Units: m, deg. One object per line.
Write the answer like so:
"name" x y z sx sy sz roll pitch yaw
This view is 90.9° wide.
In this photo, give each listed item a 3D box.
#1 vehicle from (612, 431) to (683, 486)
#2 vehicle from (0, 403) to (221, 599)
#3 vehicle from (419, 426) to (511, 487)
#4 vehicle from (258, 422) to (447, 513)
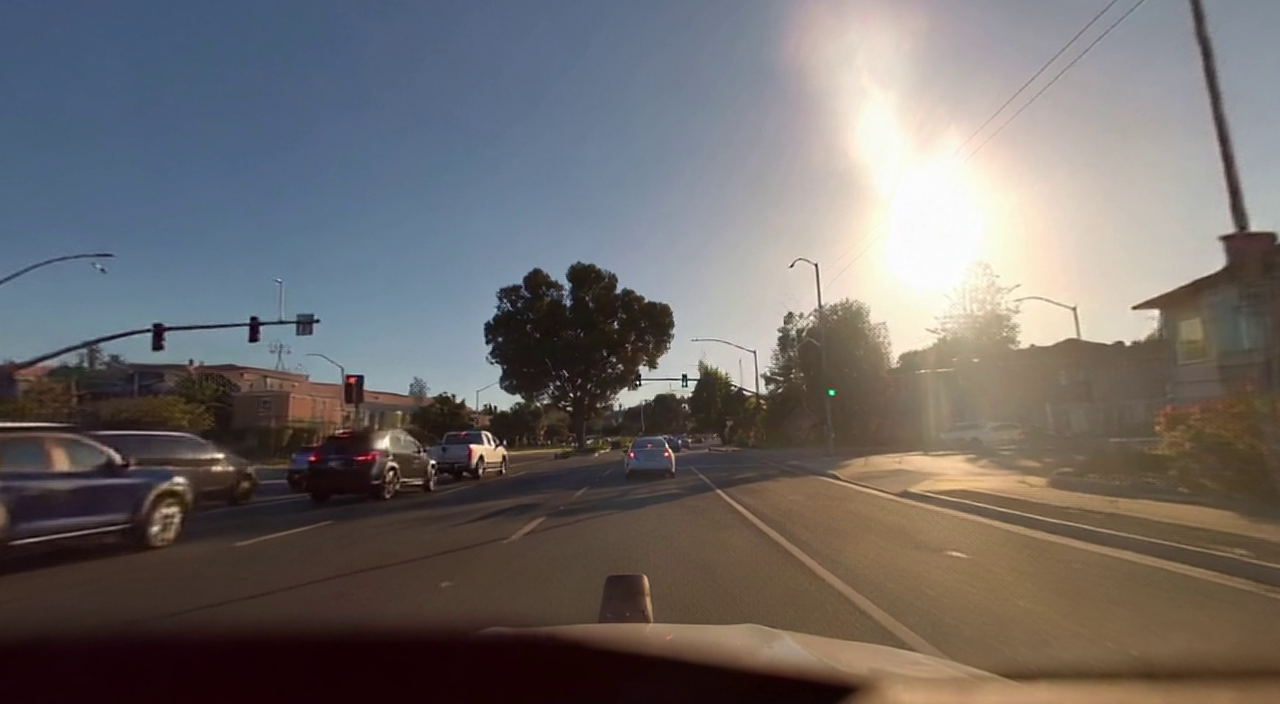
"vehicle" 0.291 3.593 21.504 2.197 1.682 3.642 0 -9 2
"vehicle" -6.944 1.460 6.318 1.951 1.809 4.917 0 -9 2
"vehicle" -6.543 3.987 24.275 2.316 2.014 5.215 -1 -9 -4
"vehicle" -6.712 2.754 15.547 2.111 1.864 4.932 -1 -9 3
